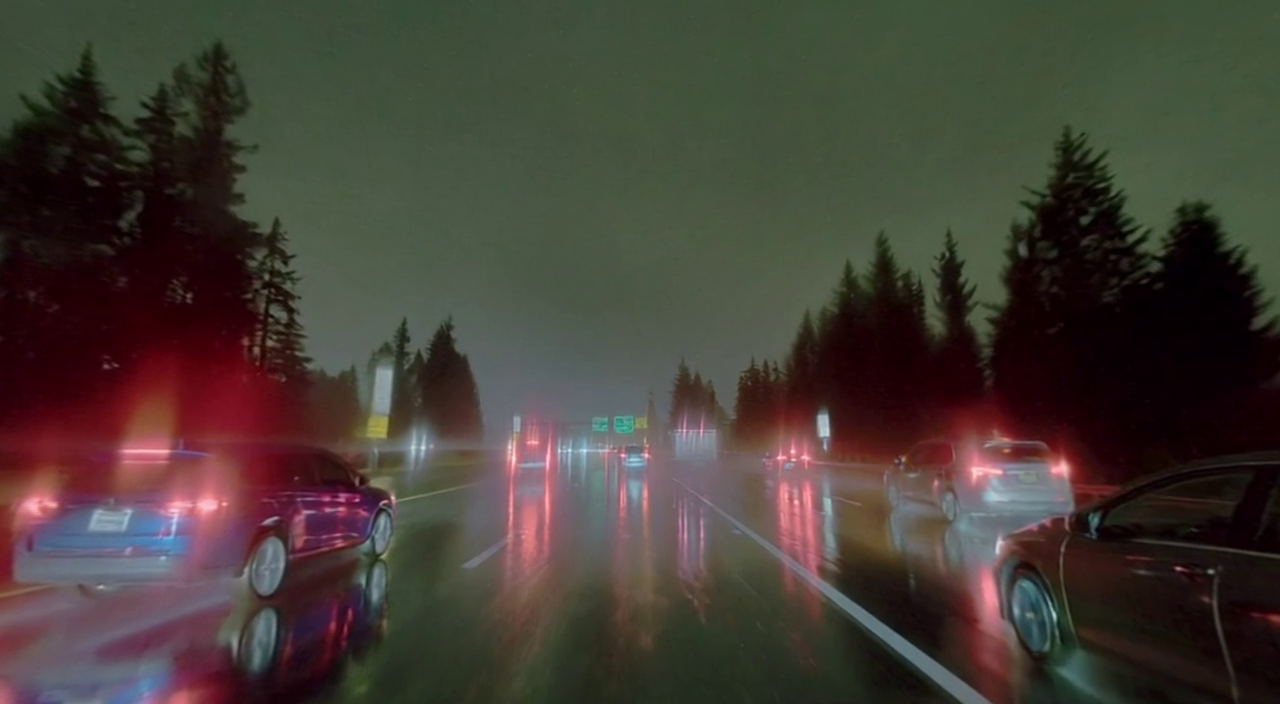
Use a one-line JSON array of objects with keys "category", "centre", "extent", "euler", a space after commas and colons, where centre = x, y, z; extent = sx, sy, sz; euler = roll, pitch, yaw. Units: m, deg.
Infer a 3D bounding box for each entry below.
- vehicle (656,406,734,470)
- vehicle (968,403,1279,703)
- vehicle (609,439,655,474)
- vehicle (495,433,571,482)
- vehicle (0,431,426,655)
[{"category": "vehicle", "centre": [2.976, 5.323, 38.473], "extent": [3.426, 3.279, 12.313], "euler": [0, -8, -1]}, {"category": "vehicle", "centre": [3.230, 0.917, 2.007], "extent": [2.031, 1.504, 4.327], "euler": [0, -9, 0]}, {"category": "vehicle", "centre": [-0.425, 5.414, 32.902], "extent": [2.235, 1.682, 4.094], "euler": [0, -9, -1]}, {"category": "vehicle", "centre": [-4.211, 4.254, 25.646], "extent": [2.176, 1.783, 4.799], "euler": [0, -9, 1]}, {"category": "vehicle", "centre": [-3.923, 1.566, 6.302], "extent": [1.947, 1.424, 4.264], "euler": [0, -9, 2]}]
